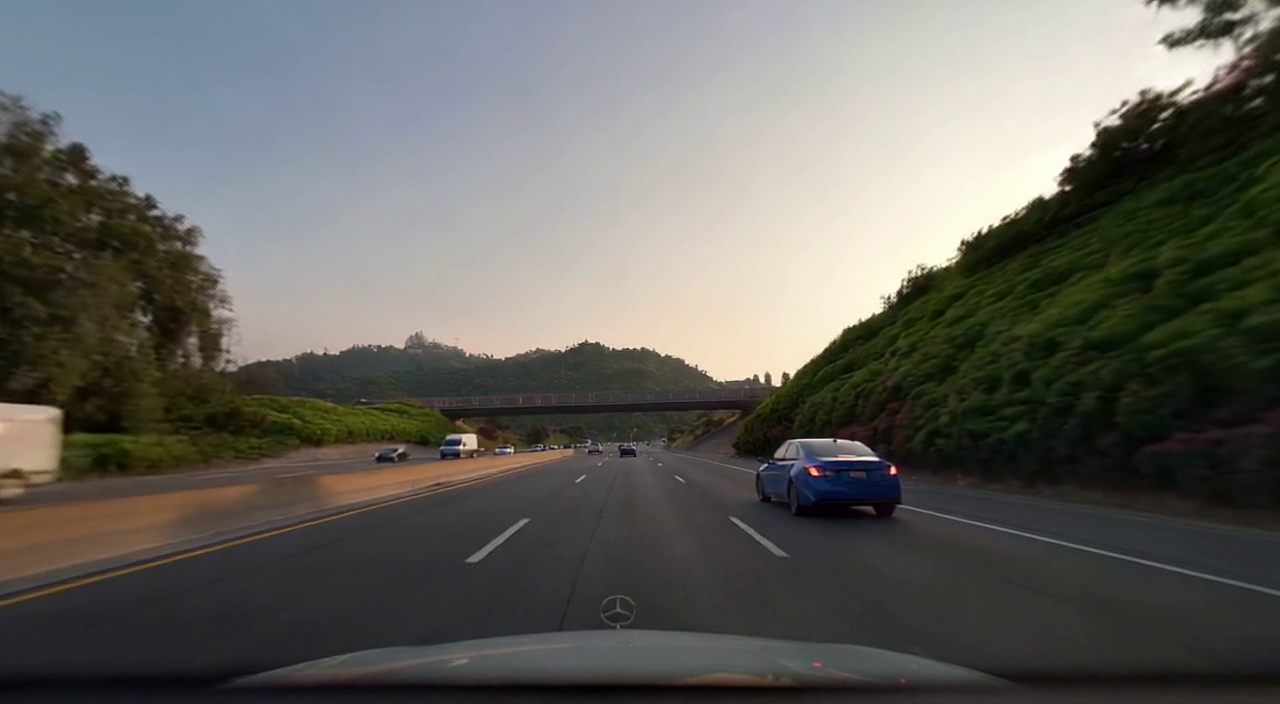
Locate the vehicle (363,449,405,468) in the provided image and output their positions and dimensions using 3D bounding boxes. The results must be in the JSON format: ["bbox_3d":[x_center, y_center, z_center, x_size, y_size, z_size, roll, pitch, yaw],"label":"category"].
[{"bbox_3d":[-19.995,8.309,49.404,1.763,1.394,3.806,0,-8,0],"label":"vehicle"}]

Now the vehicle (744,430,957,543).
[{"bbox_3d":[3.237,2.125,10.779,2.079,1.515,4.196,0,-8,-2],"label":"vehicle"}]
